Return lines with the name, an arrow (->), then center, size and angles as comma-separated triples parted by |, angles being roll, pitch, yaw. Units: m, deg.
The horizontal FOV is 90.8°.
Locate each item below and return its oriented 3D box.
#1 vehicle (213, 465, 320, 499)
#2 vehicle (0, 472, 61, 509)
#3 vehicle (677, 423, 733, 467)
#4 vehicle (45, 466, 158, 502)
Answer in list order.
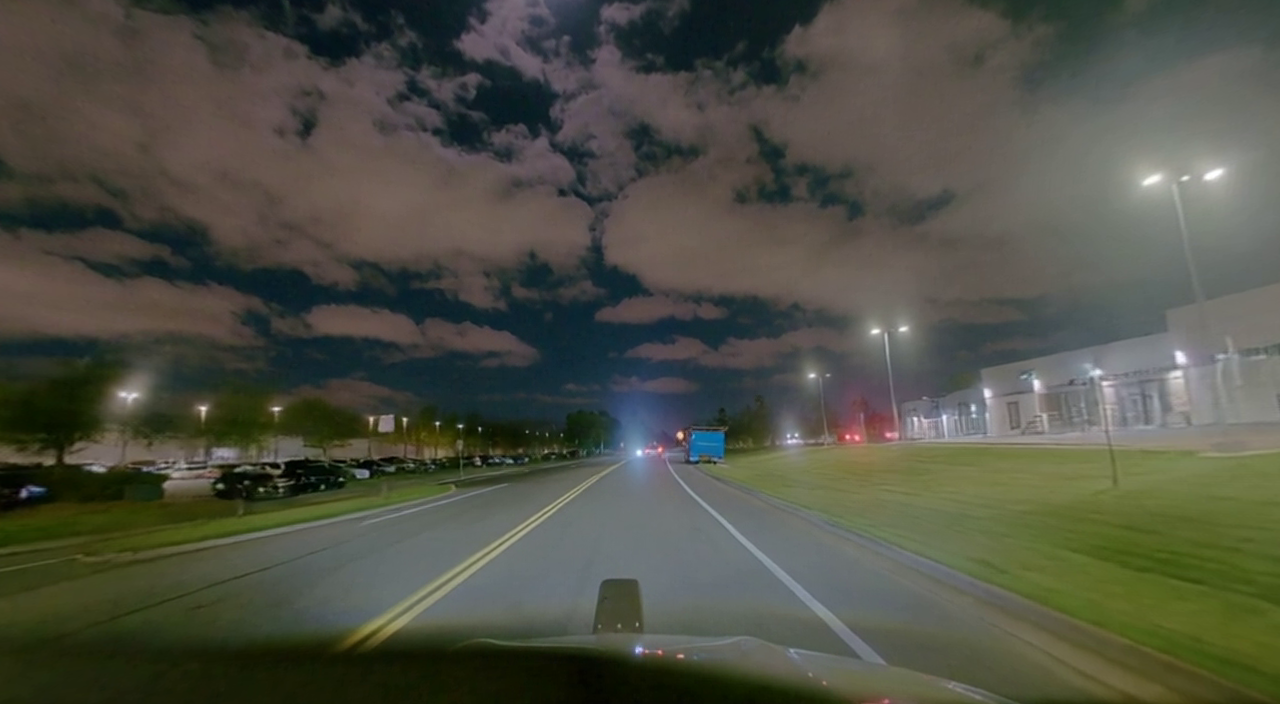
vehicle -> -22.162, 7.693, 37.758 | 2.233, 1.709, 5.161 | -3, -9, 19
vehicle -> -33.018, 7.122, 32.629 | 4.183, 1.758, 2.059 | 0, -9, 2
vehicle -> 4.842, 7.278, 49.263 | 3.282, 3.067, 10.181 | 0, -9, 0
vehicle -> -32.528, 7.974, 38.285 | 4.996, 1.817, 2.054 | -3, -10, 2
